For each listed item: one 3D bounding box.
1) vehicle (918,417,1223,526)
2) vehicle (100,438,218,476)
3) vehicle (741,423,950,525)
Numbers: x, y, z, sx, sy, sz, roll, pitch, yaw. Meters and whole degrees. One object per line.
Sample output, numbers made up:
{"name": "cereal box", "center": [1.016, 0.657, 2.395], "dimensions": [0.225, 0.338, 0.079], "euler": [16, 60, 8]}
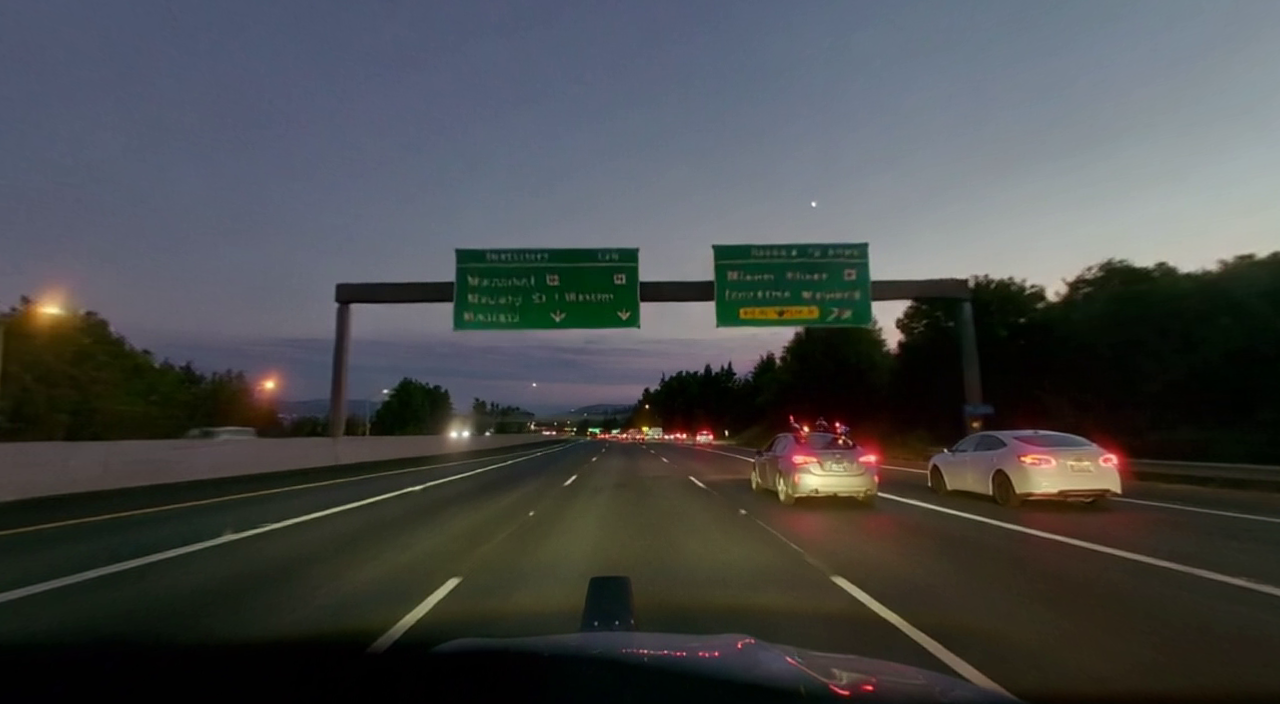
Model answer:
{"name": "vehicle", "center": [7.148, 2.002, 11.322], "dimensions": [2.034, 1.511, 4.785], "euler": [0, -8, -1]}
{"name": "vehicle", "center": [-20.734, 4.501, 27.425], "dimensions": [1.840, 1.471, 4.205], "euler": [0, -7, -1]}
{"name": "vehicle", "center": [3.318, 2.057, 11.354], "dimensions": [2.094, 1.441, 4.568], "euler": [0, -8, -2]}
